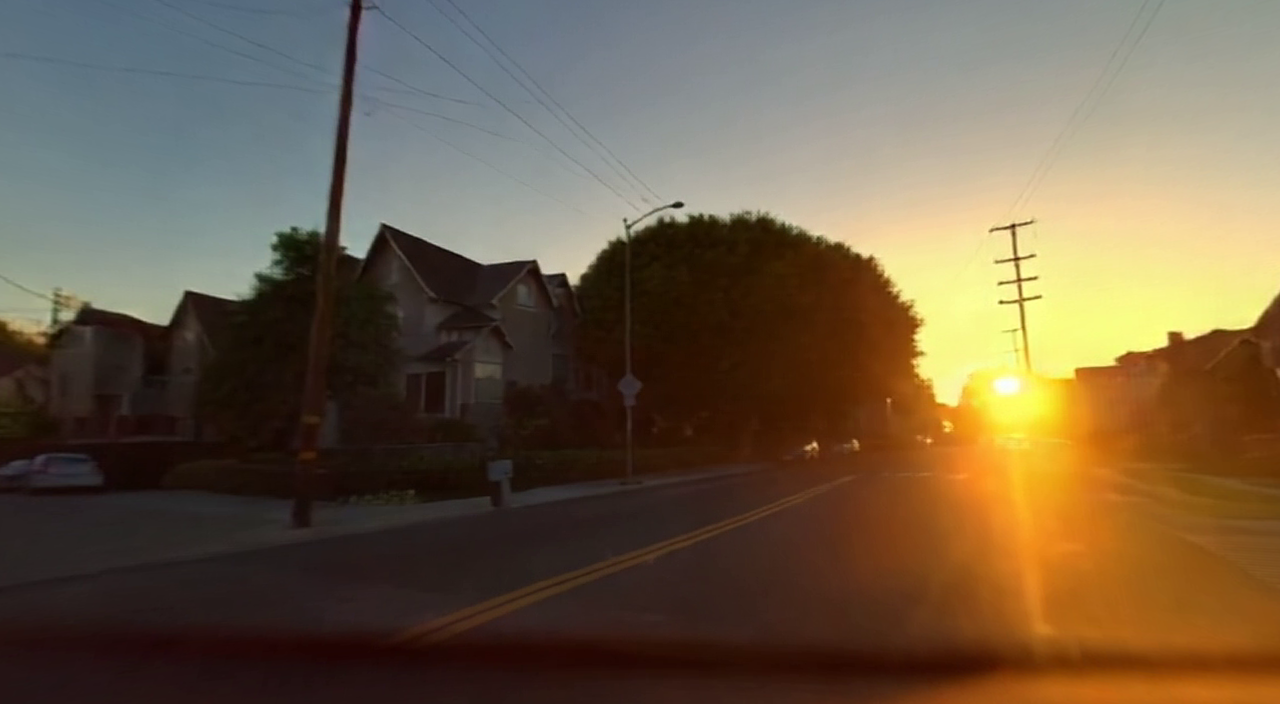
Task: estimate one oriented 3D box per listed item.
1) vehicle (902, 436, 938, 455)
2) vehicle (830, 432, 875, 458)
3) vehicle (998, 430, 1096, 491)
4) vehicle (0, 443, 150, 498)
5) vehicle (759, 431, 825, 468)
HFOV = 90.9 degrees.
[{"bbox_3d":[21.990,7.330,49.416,2.079,1.441,4.541,-5,-10,29],"label":"vehicle"},{"bbox_3d":[15.707,6.867,46.466,2.120,1.799,5.370,-6,-10,28],"label":"vehicle"},{"bbox_3d":[11.552,3.068,18.204,2.014,1.482,4.599,-5,-10,29],"label":"vehicle"},{"bbox_3d":[-18.501,3.751,20.366,1.650,1.532,3.784,-6,-9,34],"label":"vehicle"},{"bbox_3d":[7.915,5.004,32.471,2.027,1.695,4.437,-8,-11,28],"label":"vehicle"}]
